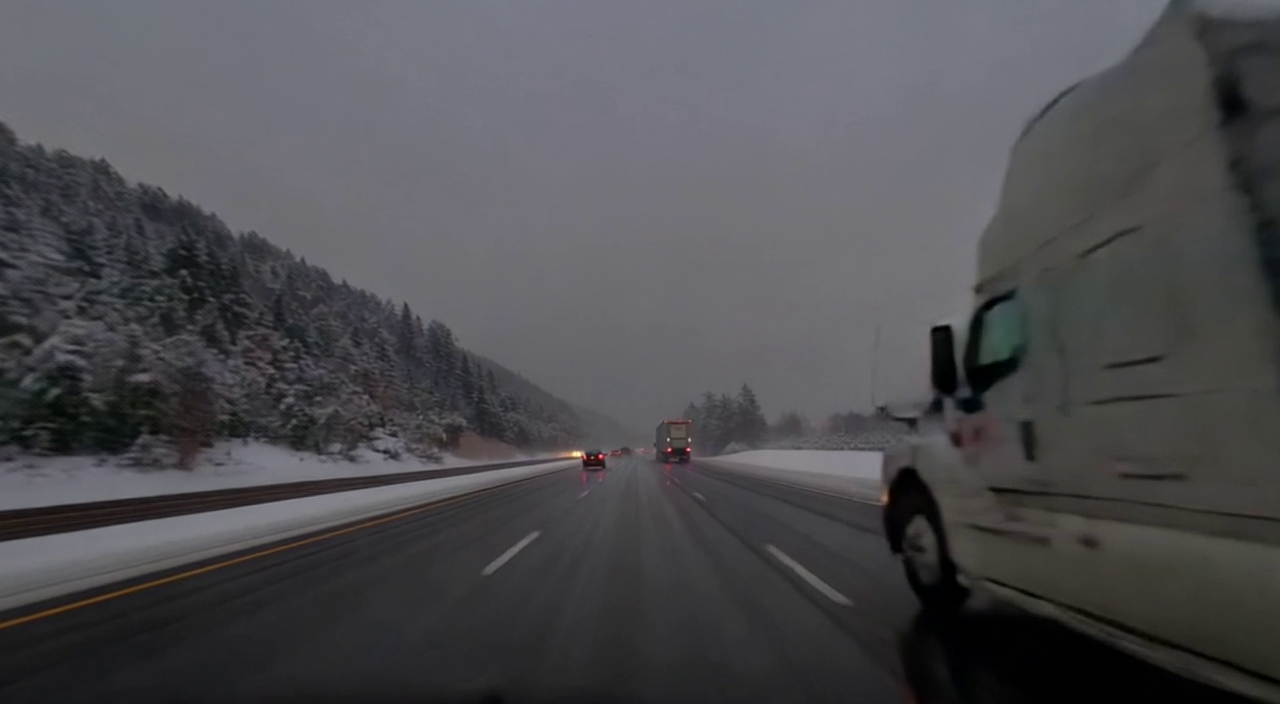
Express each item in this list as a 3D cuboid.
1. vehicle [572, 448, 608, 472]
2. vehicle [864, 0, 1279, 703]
[{"bbox_3d":[-3.363,7.385,43.346,2.091,1.522,4.301,0,-9,0],"label":"vehicle"},{"bbox_3d":[3.700,-0.393,1.047,3.046,3.762,9.803,0,-9,0],"label":"vehicle"}]
